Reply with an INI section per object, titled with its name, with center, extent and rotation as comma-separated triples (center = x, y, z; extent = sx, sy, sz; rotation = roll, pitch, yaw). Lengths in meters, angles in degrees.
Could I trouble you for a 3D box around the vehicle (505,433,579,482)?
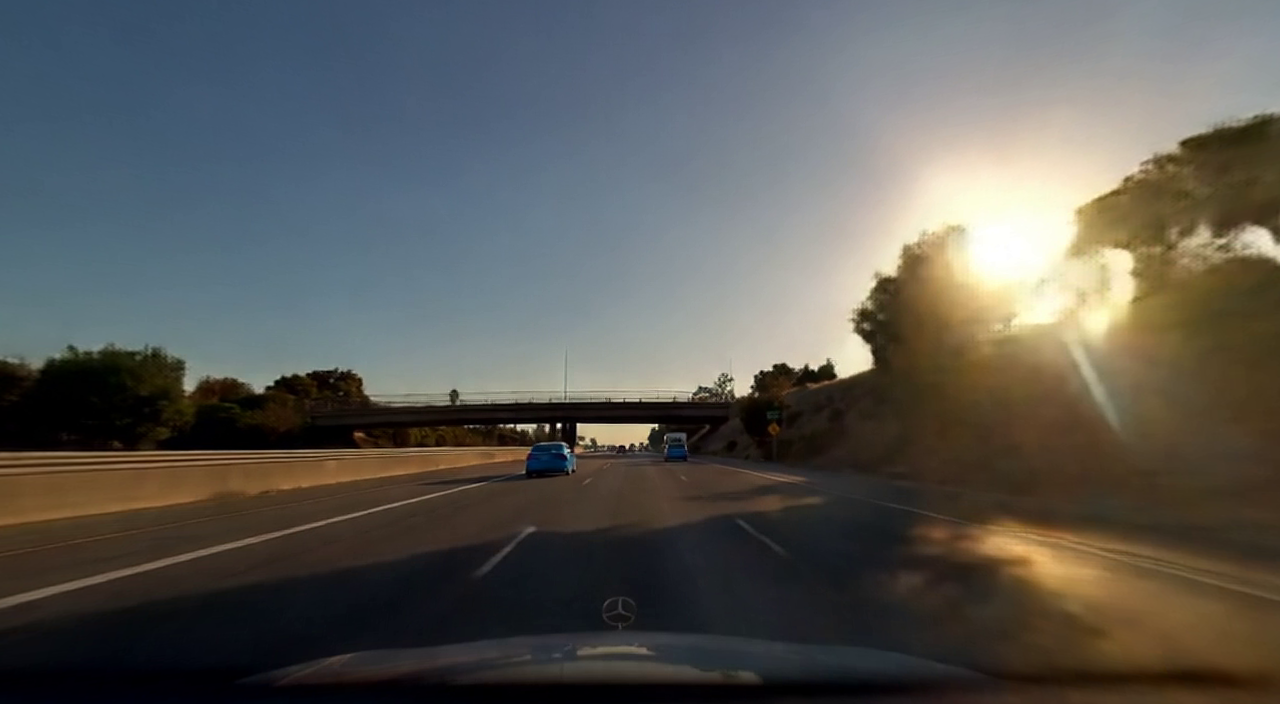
[vehicle]
center = -3.837, 4.261, 25.778
extent = 2.205, 1.773, 5.124
rotation = 0, -9, 0
